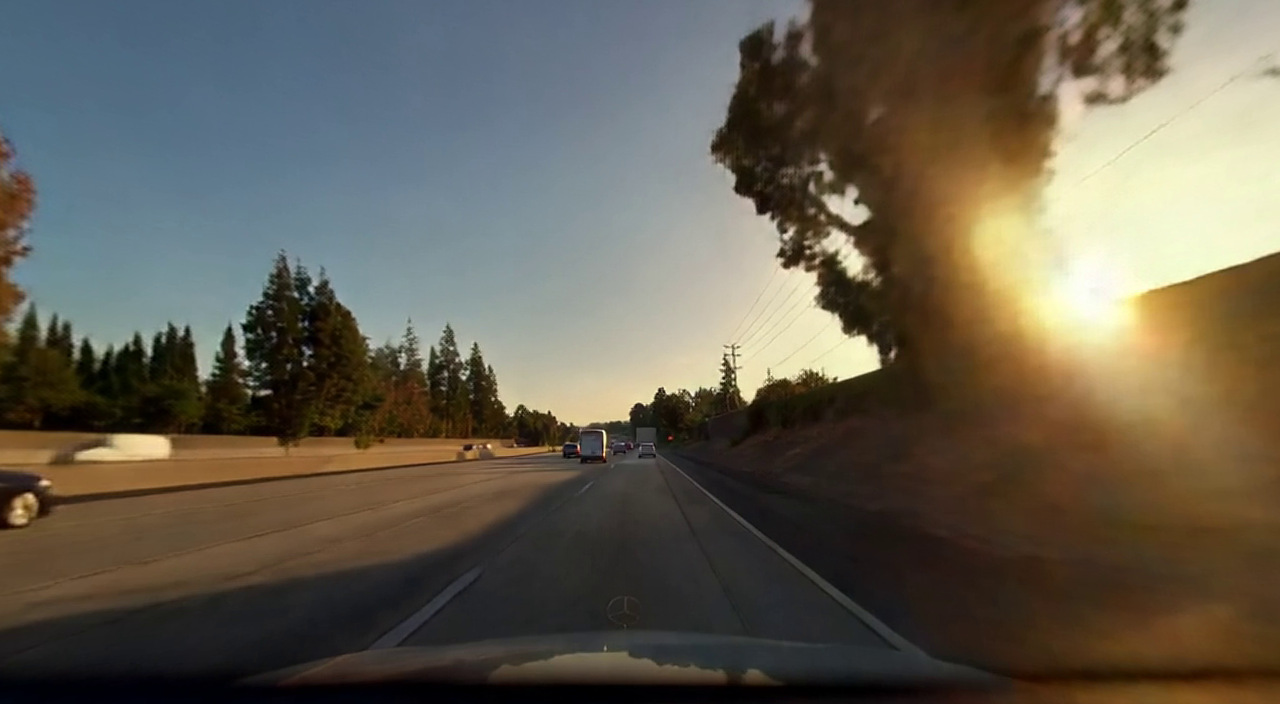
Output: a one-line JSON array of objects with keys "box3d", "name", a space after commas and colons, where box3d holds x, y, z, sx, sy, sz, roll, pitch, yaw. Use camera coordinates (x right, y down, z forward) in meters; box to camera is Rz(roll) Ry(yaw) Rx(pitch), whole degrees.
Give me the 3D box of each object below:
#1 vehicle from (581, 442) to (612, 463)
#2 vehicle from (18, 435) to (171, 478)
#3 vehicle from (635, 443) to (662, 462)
[{"box3d": [-3.288, 7.715, 48.299, 2.046, 1.478, 4.111, 0, -8, 0], "name": "vehicle"}, {"box3d": [-29.266, 5.619, 34.127, 2.366, 2.109, 6.534, 0, -8, 1], "name": "vehicle"}, {"box3d": [0.637, 7.855, 49.309, 2.057, 1.453, 3.926, 0, -8, 0], "name": "vehicle"}]
